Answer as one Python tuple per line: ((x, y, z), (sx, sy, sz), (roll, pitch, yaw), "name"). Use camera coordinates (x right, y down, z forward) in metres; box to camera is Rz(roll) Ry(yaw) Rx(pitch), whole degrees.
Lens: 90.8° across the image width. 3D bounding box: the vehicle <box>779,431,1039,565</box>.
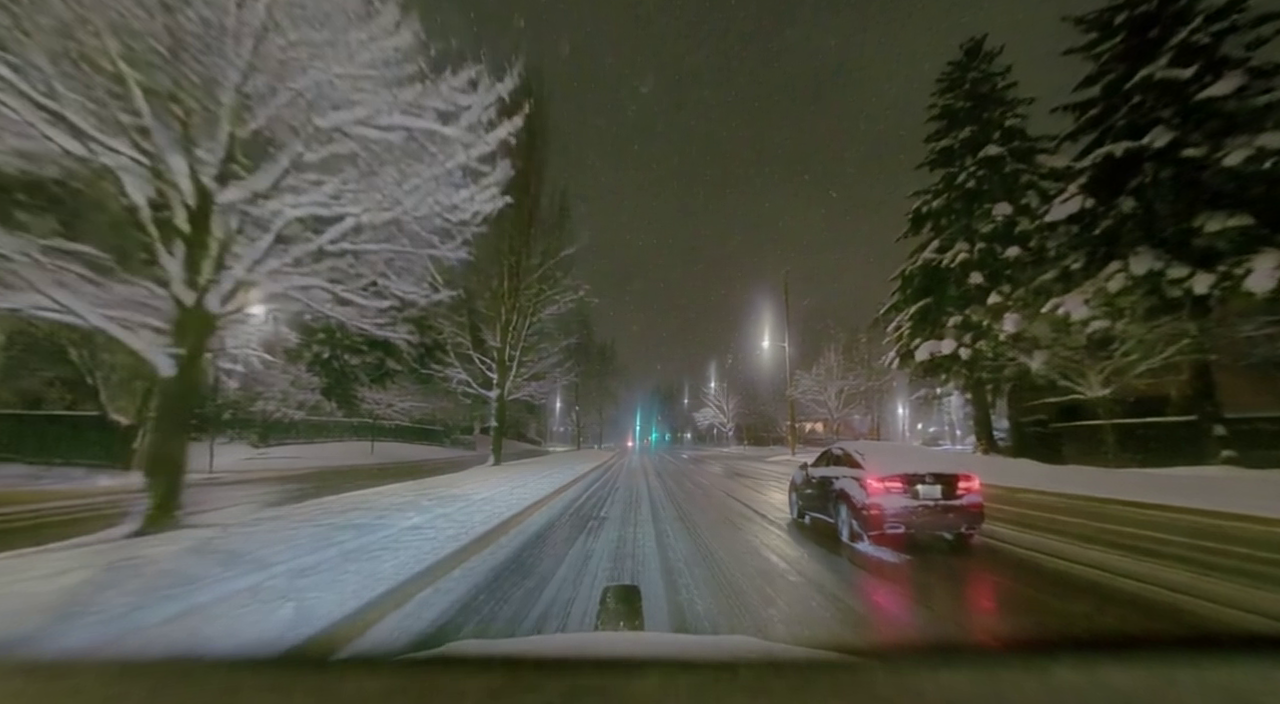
((3.409, 1.906, 9.017), (1.852, 1.453, 4.083), (0, -8, -1), "vehicle")
